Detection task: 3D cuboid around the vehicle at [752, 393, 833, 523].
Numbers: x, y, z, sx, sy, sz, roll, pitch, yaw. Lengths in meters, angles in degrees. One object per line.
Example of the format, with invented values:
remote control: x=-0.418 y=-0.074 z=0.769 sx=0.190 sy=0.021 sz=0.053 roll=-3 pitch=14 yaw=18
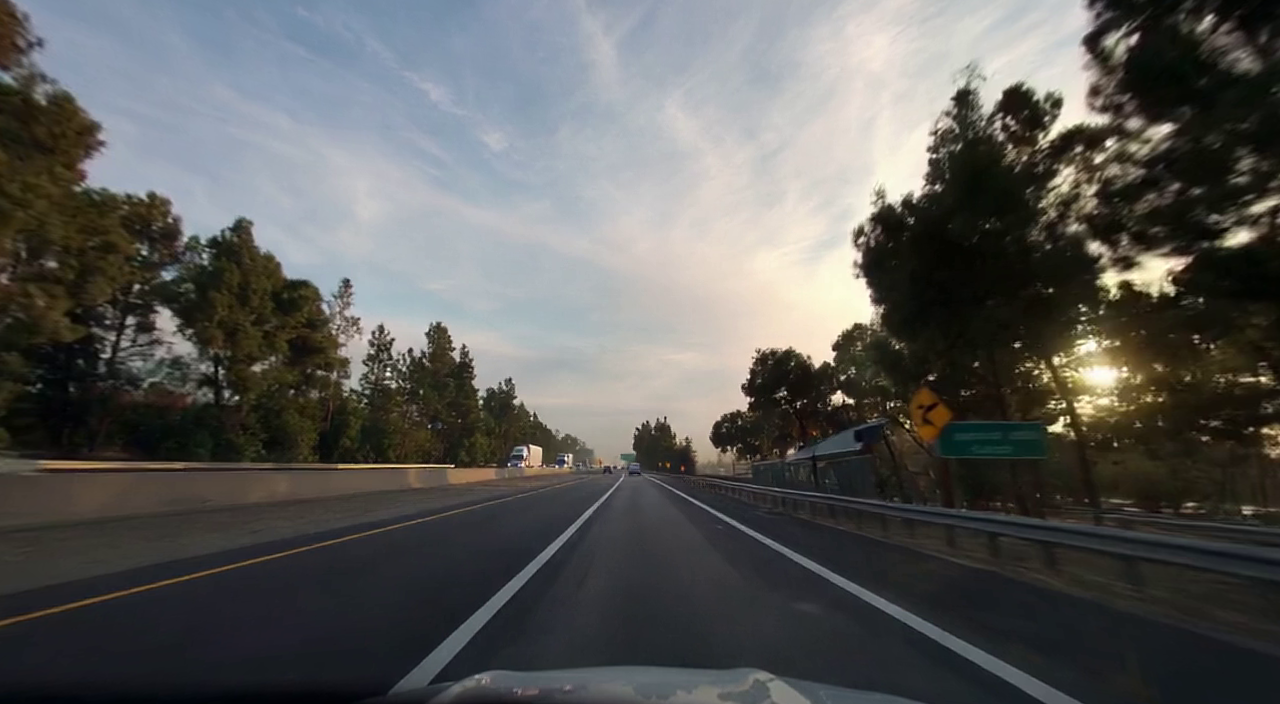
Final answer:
vehicle: x=4.913 y=3.470 z=20.779 sx=1.837 sy=3.859 sz=3.230 roll=1 pitch=-10 yaw=1
